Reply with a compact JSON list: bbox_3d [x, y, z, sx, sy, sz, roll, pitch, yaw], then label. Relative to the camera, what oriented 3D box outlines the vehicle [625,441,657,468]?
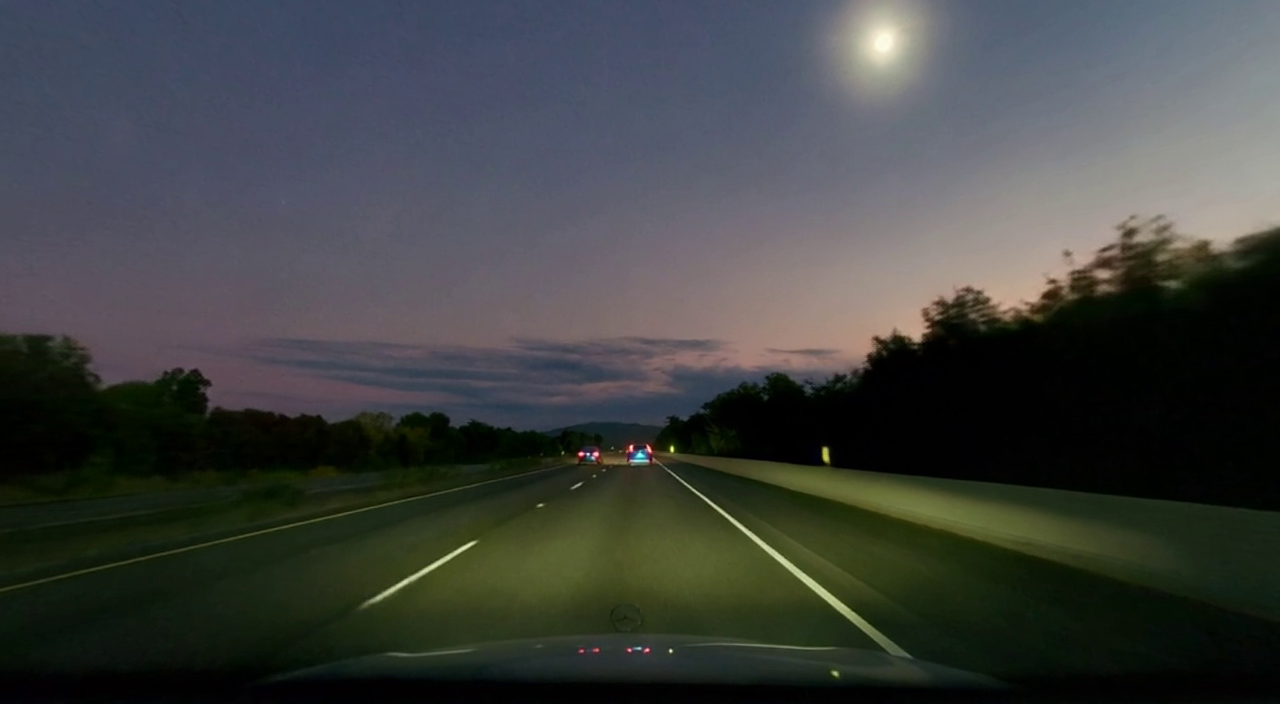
[{"bbox_3d":[0.051,7.024,43.193,2.126,1.786,3.958,0,-9,0],"label":"vehicle"}]
